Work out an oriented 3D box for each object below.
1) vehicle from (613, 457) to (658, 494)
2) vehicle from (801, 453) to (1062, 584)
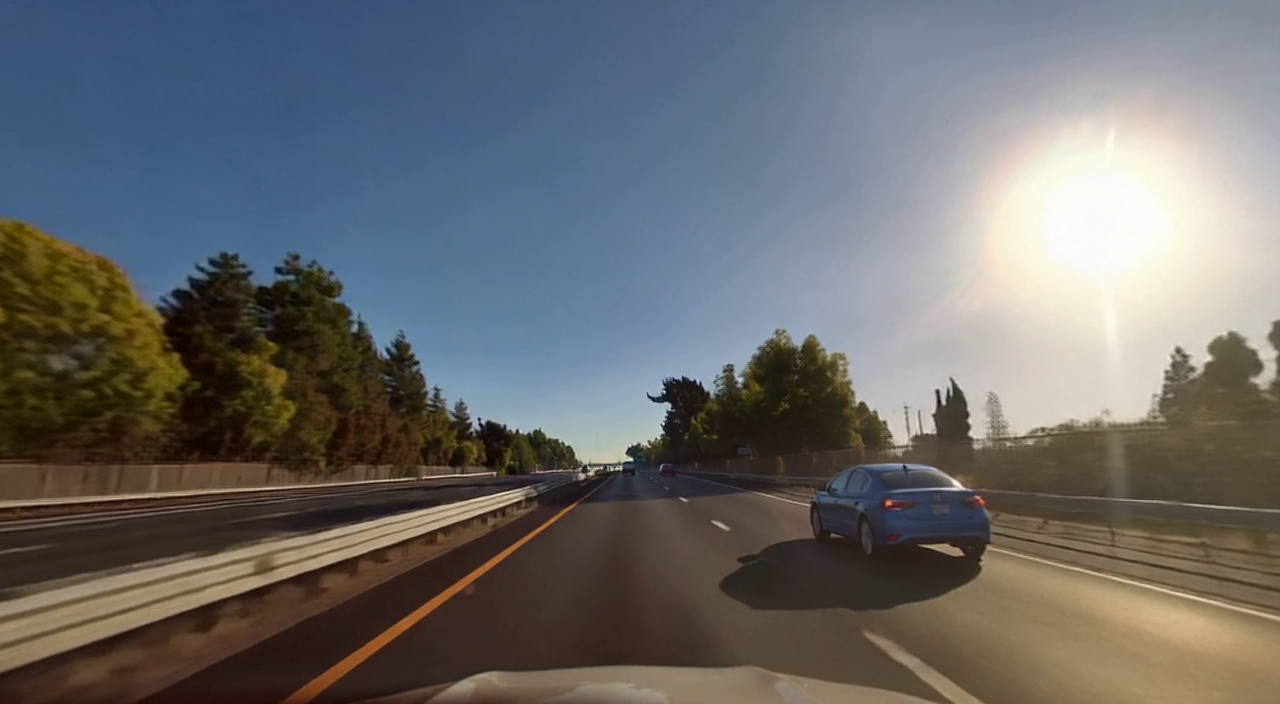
[{"bbox_3d":[-0.243,6.015,30.813,2.037,1.605,3.833,1,-11,0],"label":"vehicle"},{"bbox_3d":[3.952,2.344,9.487,1.938,1.494,4.032,1,-11,-1],"label":"vehicle"}]
